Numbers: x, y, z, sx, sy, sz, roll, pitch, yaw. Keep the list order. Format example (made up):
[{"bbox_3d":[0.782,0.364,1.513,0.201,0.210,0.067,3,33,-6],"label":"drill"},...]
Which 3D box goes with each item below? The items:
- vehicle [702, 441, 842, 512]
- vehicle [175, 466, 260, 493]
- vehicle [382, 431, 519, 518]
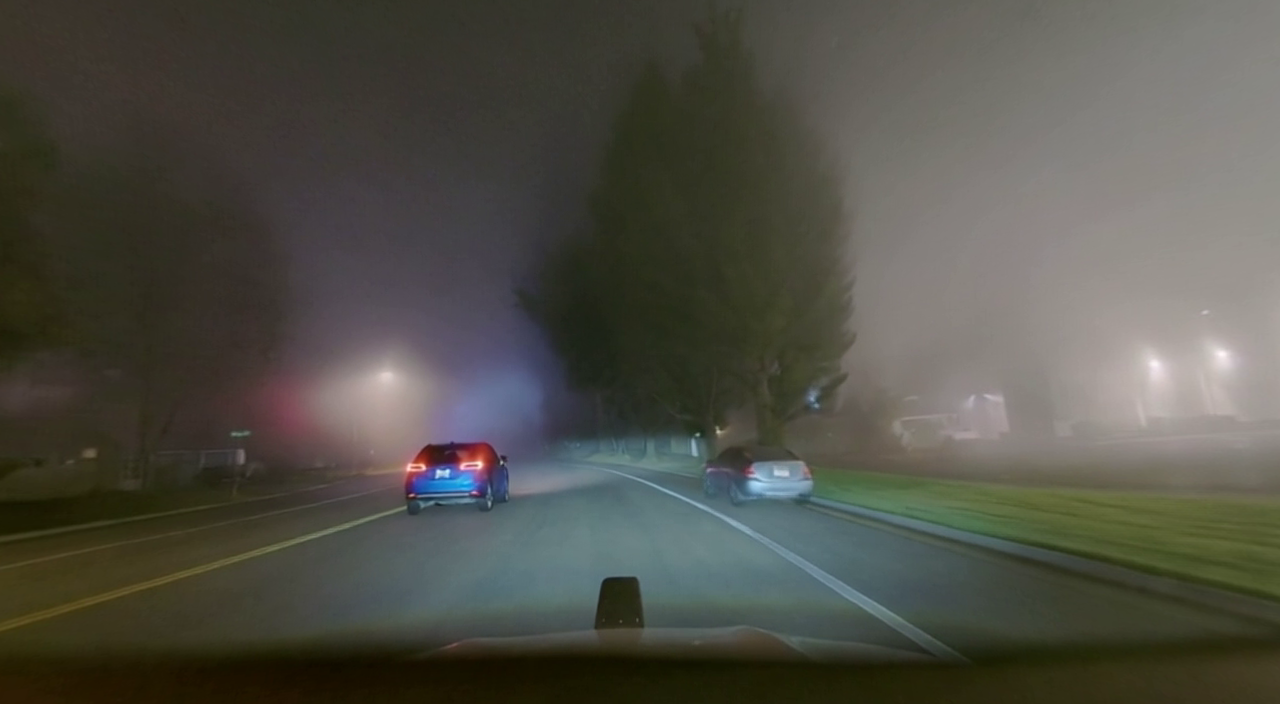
[{"bbox_3d":[2.985,2.919,15.398,1.928,1.447,4.386,1,-9,-8],"label":"vehicle"},{"bbox_3d":[-25.617,7.710,38.398,3.892,1.323,1.741,0,-7,-11],"label":"vehicle"},{"bbox_3d":[-4.358,2.873,15.364,2.175,1.772,4.442,0,-9,-3],"label":"vehicle"}]
